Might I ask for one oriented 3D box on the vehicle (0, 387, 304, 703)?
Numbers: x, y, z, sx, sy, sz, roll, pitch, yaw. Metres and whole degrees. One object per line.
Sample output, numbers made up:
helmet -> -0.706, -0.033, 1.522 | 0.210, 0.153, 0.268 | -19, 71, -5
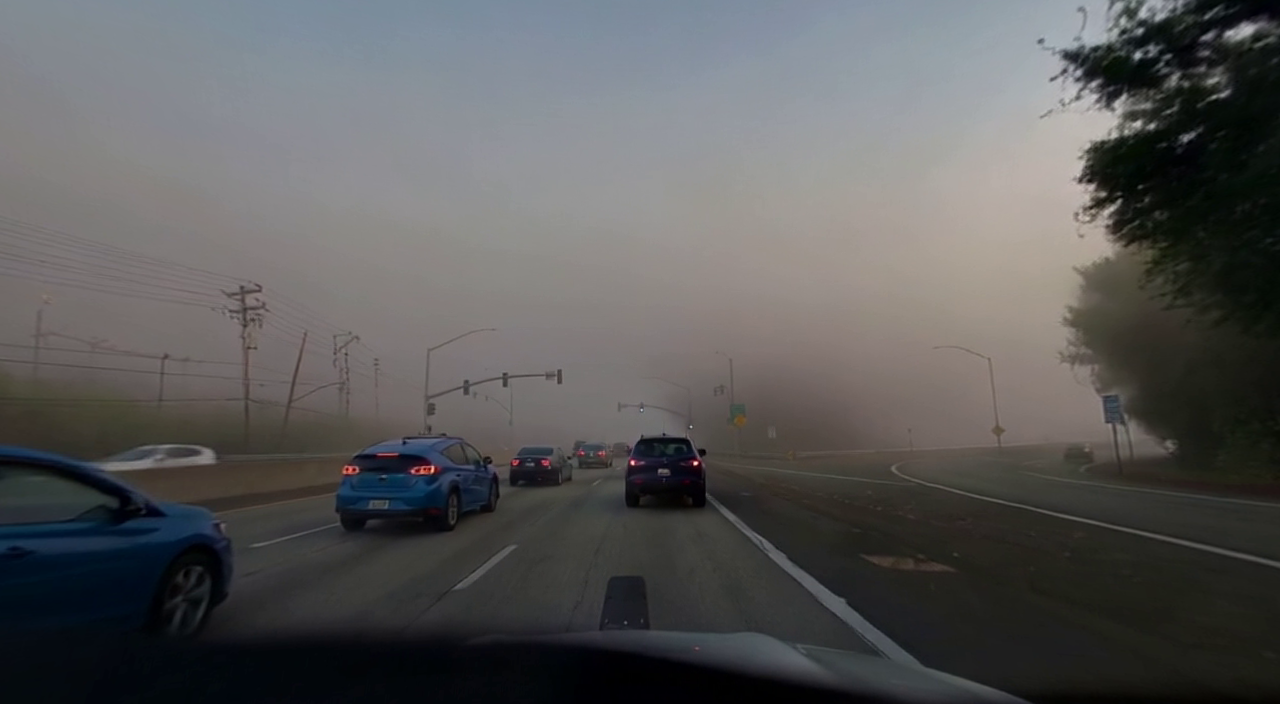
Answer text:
vehicle -> -3.808, 0.998, 3.108 | 1.999, 1.563, 4.007 | 0, -9, 1

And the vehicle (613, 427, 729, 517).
vehicle -> 0.649, 2.589, 14.026 | 2.205, 1.691, 3.937 | 0, -9, 2

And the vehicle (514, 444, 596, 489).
vehicle -> -2.918, 4.051, 22.644 | 2.105, 1.436, 4.311 | -1, -9, 4

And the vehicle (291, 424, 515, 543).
vehicle -> -3.744, 2.162, 11.011 | 2.018, 1.621, 4.441 | 0, -9, 2
